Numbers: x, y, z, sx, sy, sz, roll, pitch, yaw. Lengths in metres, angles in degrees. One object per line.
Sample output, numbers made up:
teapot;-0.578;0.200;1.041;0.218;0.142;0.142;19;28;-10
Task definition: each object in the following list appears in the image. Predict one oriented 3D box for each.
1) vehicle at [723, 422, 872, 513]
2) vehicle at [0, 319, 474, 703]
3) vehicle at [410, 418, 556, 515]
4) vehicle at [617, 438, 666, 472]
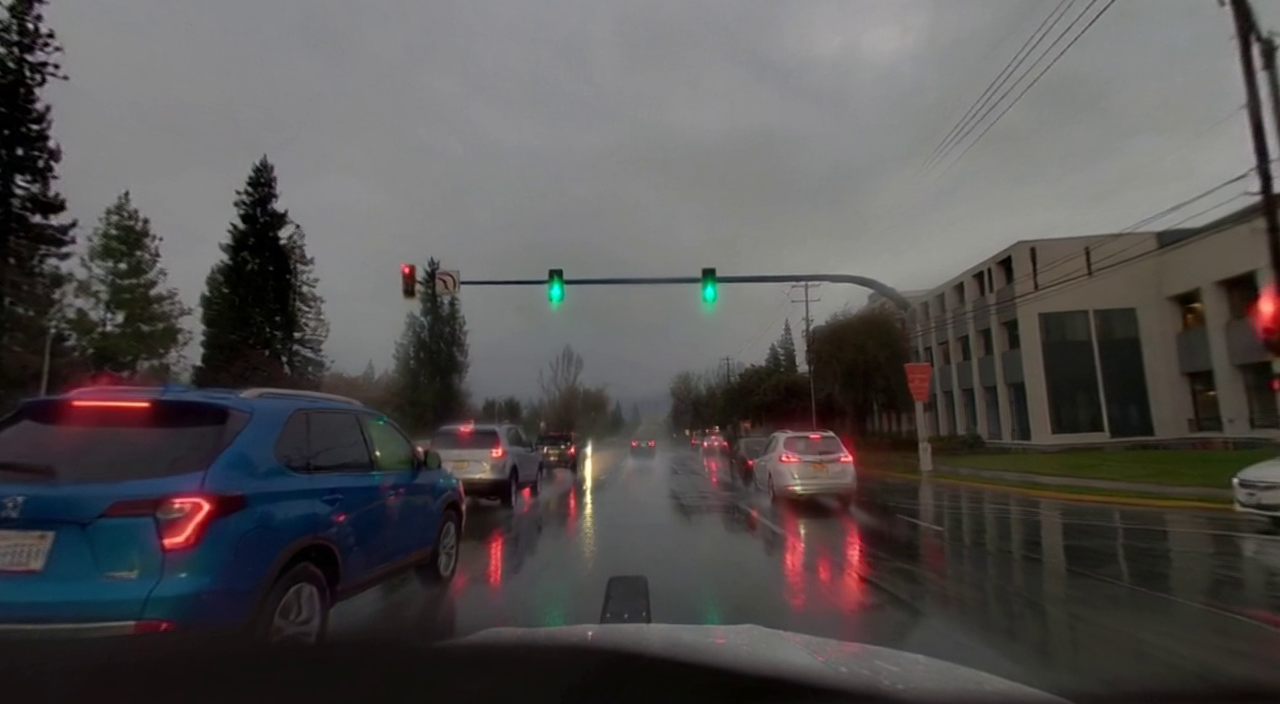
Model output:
vehicle;3.335;2.551;14.502;2.201;1.734;4.564;0;-8;-1
vehicle;-2.871;1.050;4.458;2.127;1.754;4.287;0;-8;1
vehicle;-3.136;2.382;13.632;1.958;1.744;4.315;0;-8;1
vehicle;0.082;4.980;30.614;2.185;1.515;4.215;0;-8;0
